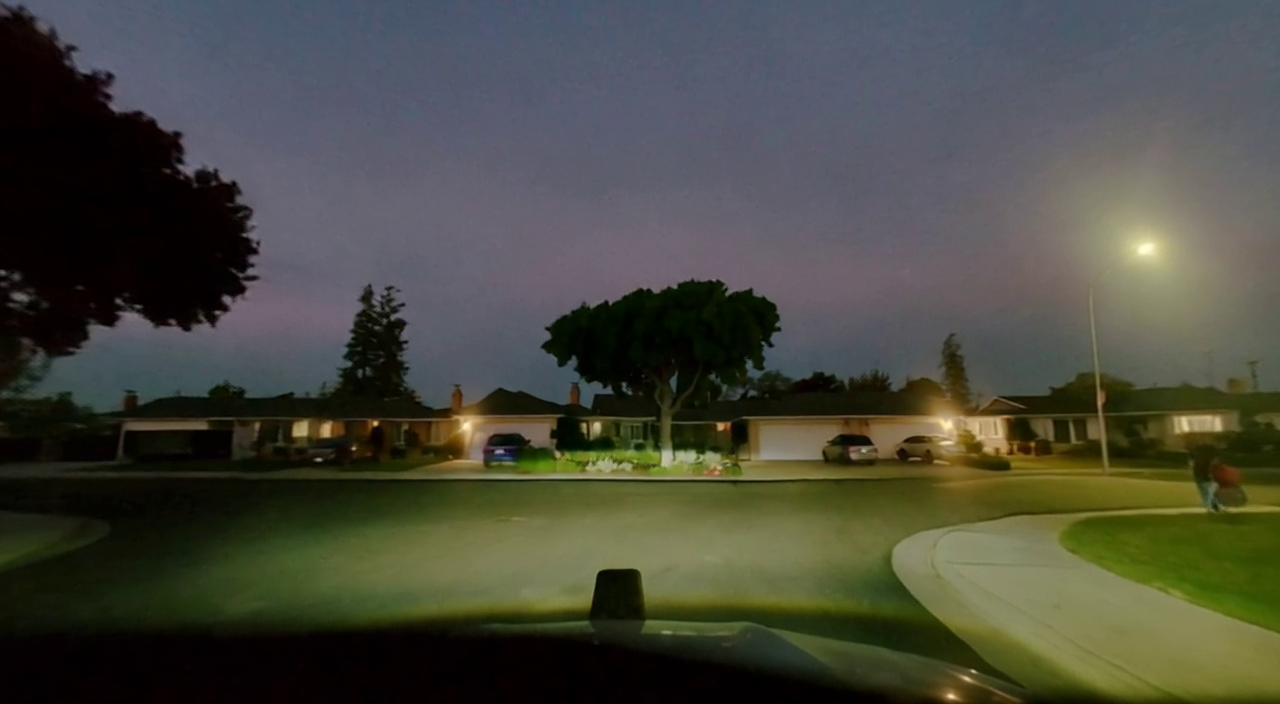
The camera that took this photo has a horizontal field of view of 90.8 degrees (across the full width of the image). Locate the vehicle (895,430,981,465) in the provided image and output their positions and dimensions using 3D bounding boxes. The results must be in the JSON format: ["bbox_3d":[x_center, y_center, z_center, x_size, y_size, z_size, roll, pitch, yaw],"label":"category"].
[{"bbox_3d":[14.418,4.674,30.865,1.873,1.556,4.216,1,-9,-4],"label":"vehicle"}]

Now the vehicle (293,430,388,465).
[{"bbox_3d":[-15.661,5.043,33.305,1.942,1.700,4.478,-2,-9,16],"label":"vehicle"}]

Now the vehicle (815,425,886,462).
[{"bbox_3d":[10.472,4.623,31.752,1.937,1.731,4.179,1,-9,-3],"label":"vehicle"}]

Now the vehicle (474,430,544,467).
[{"bbox_3d":[-6.303,4.724,30.985,1.942,1.651,4.655,-1,-9,6],"label":"vehicle"}]
